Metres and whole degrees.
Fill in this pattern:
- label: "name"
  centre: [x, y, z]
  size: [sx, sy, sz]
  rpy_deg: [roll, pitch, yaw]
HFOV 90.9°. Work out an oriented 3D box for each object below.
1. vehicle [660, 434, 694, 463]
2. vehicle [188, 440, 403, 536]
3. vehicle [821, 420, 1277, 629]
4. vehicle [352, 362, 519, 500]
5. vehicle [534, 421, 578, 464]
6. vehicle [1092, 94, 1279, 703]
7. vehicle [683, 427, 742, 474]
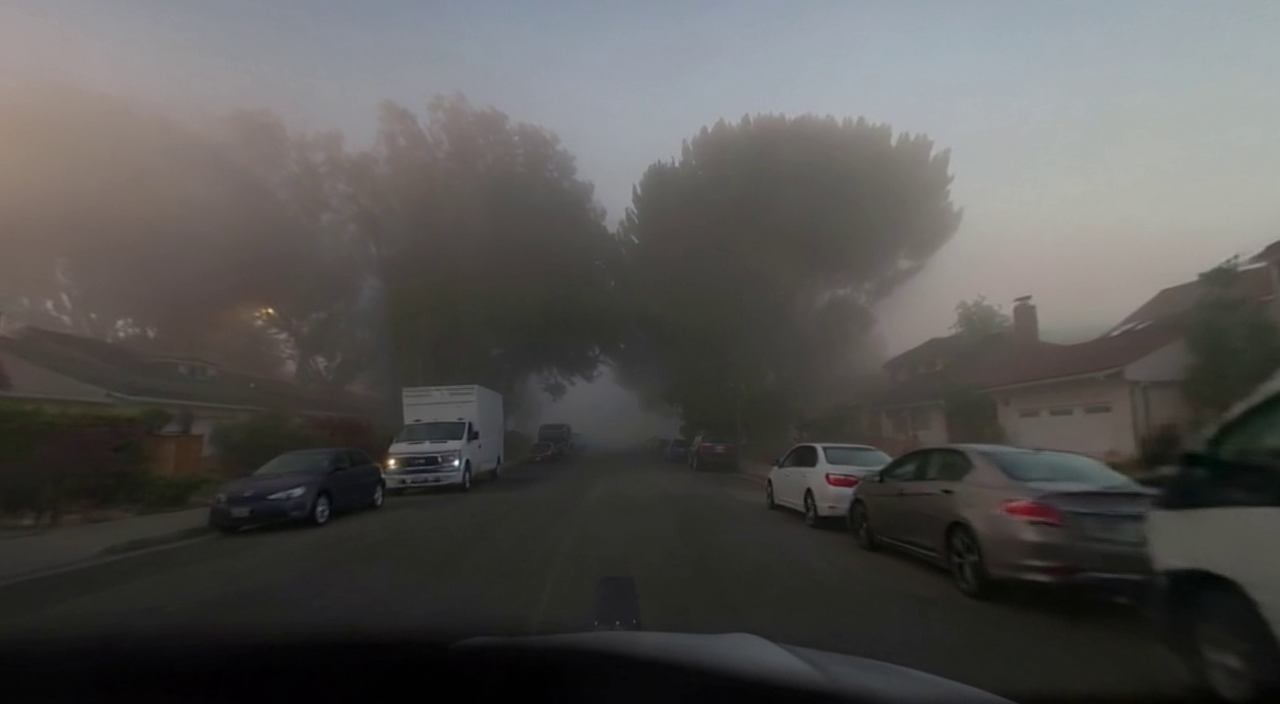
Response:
- label: "vehicle"
  centre: [2.416, 6.438, 42.164]
  size: [1.918, 1.815, 4.400]
  rpy_deg: [0, -8, -1]
- label: "vehicle"
  centre: [-6.255, 2.448, 12.104]
  size: [1.921, 1.470, 4.068]
  rpy_deg: [0, -8, -2]
- label: "vehicle"
  centre: [3.554, 1.517, 6.705]
  size: [1.867, 1.470, 4.312]
  rpy_deg: [0, -8, -2]
- label: "vehicle"
  centre: [-6.176, 2.617, 20.761]
  size: [2.896, 3.648, 8.004]
  rpy_deg: [0, -8, -1]
- label: "vehicle"
  centre: [-5.837, 6.339, 44.134]
  size: [2.408, 2.782, 3.837]
  rpy_deg: [-3, -8, 0]
- label: "vehicle"
  centre: [3.428, 0.137, 0.762]
  size: [2.215, 2.542, 4.550]
  rpy_deg: [-2, -7, 0]
- label: "vehicle"
  centre: [3.041, 4.226, 27.335]
  size: [1.965, 1.855, 4.677]
  rpy_deg: [0, -8, -1]
